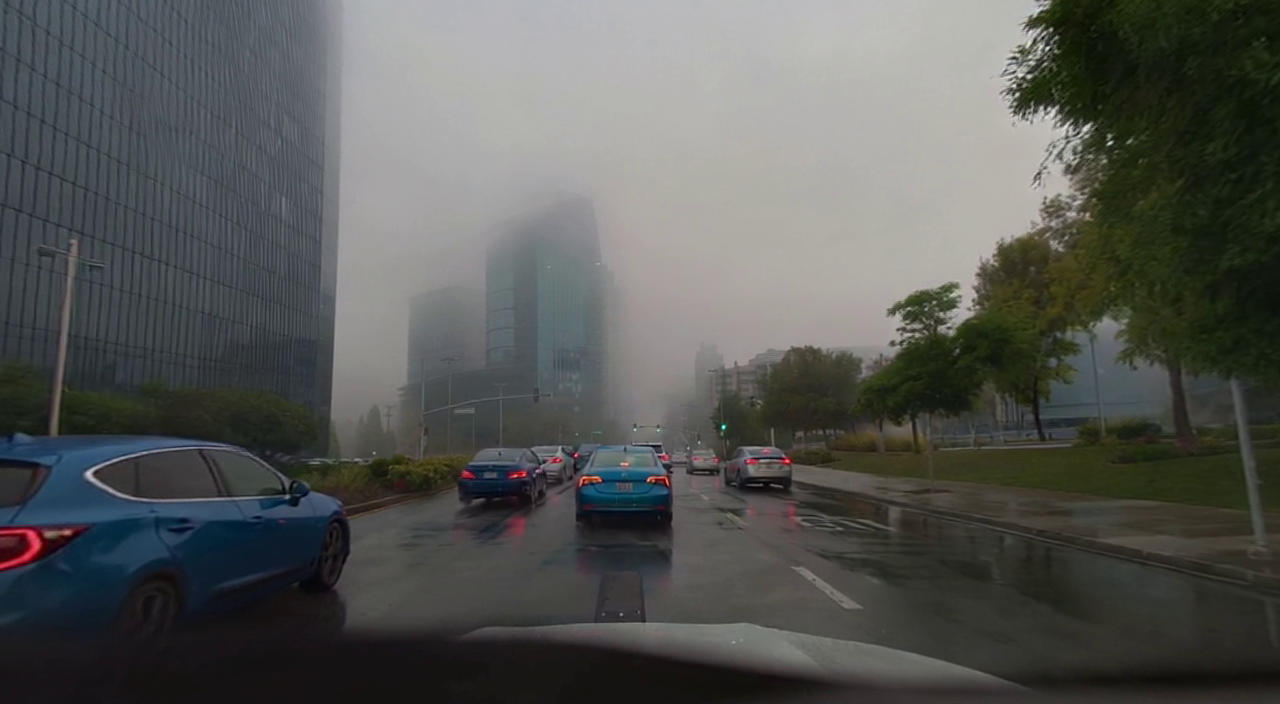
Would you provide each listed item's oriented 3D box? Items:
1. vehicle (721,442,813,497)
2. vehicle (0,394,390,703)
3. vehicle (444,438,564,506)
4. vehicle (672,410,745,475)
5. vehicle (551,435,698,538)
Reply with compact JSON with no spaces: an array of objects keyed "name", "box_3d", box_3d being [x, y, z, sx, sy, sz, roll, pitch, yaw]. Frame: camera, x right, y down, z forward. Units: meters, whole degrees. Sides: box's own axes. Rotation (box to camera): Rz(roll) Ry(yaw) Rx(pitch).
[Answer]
[{"name":"vehicle","box_3d":[3.851,3.636,19.865,1.940,1.514,4.187,0,-9,-1]},{"name":"vehicle","box_3d":[-3.599,1.231,4.538,1.933,1.520,4.195,0,-9,-1]},{"name":"vehicle","box_3d":[-3.351,3.058,16.484,2.044,1.508,4.479,0,-9,1]},{"name":"vehicle","box_3d":[3.909,5.687,39.370,3.074,3.316,12.953,0,-9,0]},{"name":"vehicle","box_3d":[-0.189,2.335,11.622,2.174,1.509,4.374,0,-9,1]}]
